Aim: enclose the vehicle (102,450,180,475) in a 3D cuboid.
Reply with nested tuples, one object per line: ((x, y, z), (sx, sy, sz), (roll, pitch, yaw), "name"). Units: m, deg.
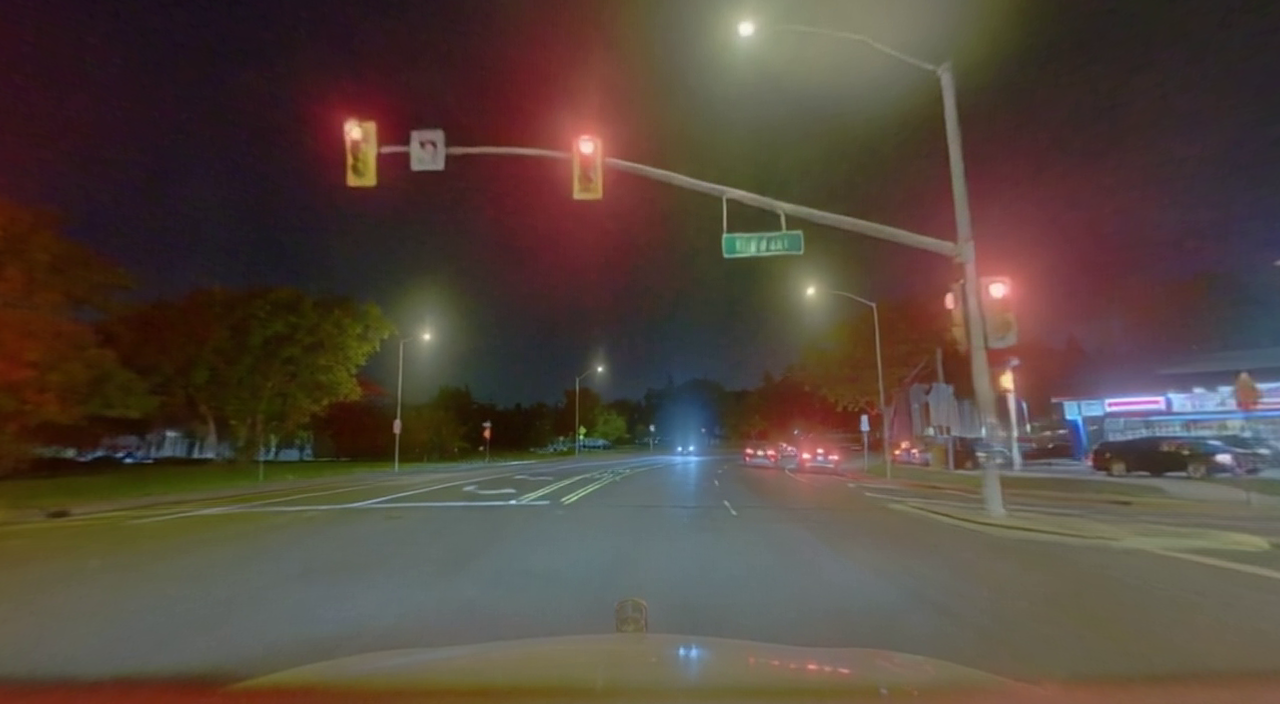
((-36.963, 8.188, 46.897), (2.143, 1.624, 4.728), (2, -8, -4), "vehicle")

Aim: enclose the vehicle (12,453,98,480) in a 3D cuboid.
((-42.276, 8.258, 45.698), (1.983, 1.730, 4.577), (0, -9, -4), "vehicle")

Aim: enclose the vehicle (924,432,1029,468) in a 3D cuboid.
((18.204, 5.334, 34.372), (4.557, 1.825, 2.350), (-3, -9, 15), "vehicle")

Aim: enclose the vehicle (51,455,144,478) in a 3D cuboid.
((-39.513, 8.336, 46.119), (2.379, 1.472, 5.175), (0, -9, -4), "vehicle")

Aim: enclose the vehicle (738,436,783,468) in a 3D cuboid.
((7.244, 5.933, 37.501), (2.311, 1.715, 4.287), (-2, -9, 14), "vehicle")

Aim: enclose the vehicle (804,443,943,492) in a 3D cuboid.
((7.784, 3.856, 21.537), (1.938, 1.466, 4.434), (3, -9, -20), "vehicle")

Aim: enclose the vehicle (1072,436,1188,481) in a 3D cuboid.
((19.006, 4.087, 24.435), (4.135, 1.580, 1.908), (4, -10, -28), "vehicle")

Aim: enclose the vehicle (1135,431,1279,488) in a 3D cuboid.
((20.217, 3.727, 22.204), (4.707, 1.790, 2.357), (4, -9, -25), "vehicle")
